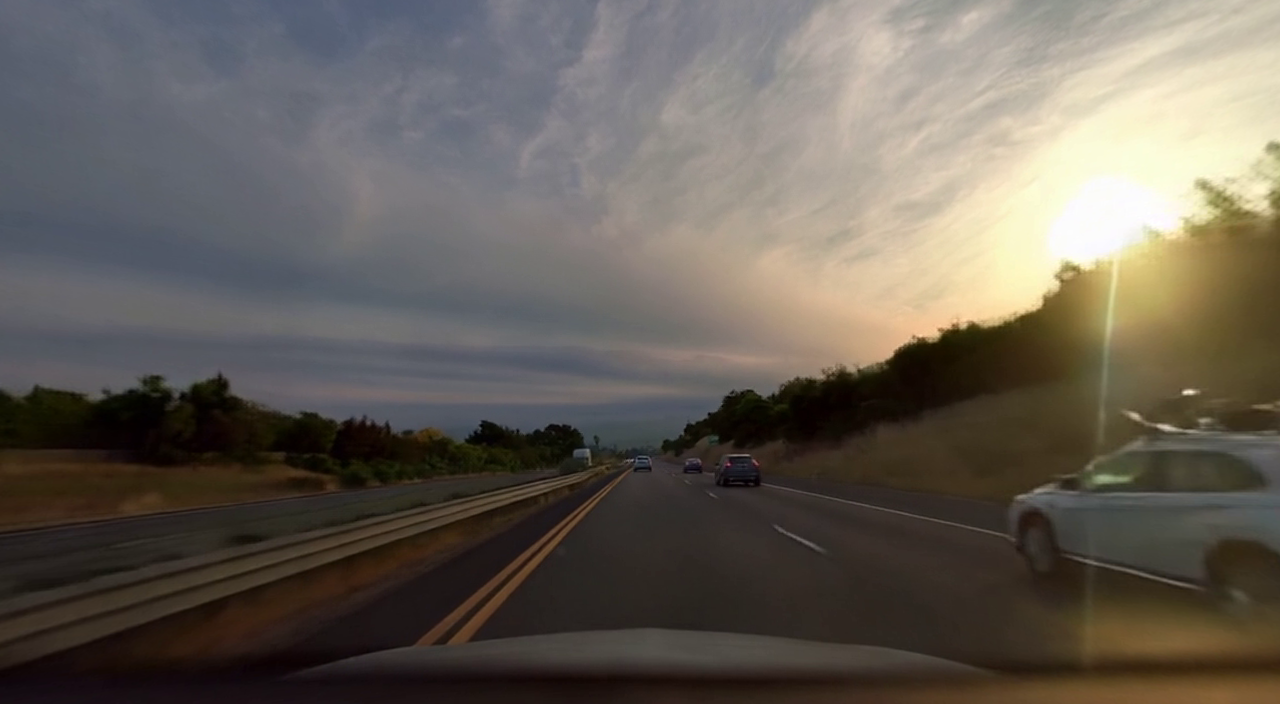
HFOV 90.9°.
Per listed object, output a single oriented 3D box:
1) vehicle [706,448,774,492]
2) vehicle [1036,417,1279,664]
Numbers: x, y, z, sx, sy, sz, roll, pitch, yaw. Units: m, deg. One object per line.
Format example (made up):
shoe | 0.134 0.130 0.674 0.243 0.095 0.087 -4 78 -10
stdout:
vehicle | 4.109 4.931 26.683 2.122 1.662 4.392 0 -9 0
vehicle | 4.961 1.242 4.390 1.964 1.513 3.707 0 -9 0
